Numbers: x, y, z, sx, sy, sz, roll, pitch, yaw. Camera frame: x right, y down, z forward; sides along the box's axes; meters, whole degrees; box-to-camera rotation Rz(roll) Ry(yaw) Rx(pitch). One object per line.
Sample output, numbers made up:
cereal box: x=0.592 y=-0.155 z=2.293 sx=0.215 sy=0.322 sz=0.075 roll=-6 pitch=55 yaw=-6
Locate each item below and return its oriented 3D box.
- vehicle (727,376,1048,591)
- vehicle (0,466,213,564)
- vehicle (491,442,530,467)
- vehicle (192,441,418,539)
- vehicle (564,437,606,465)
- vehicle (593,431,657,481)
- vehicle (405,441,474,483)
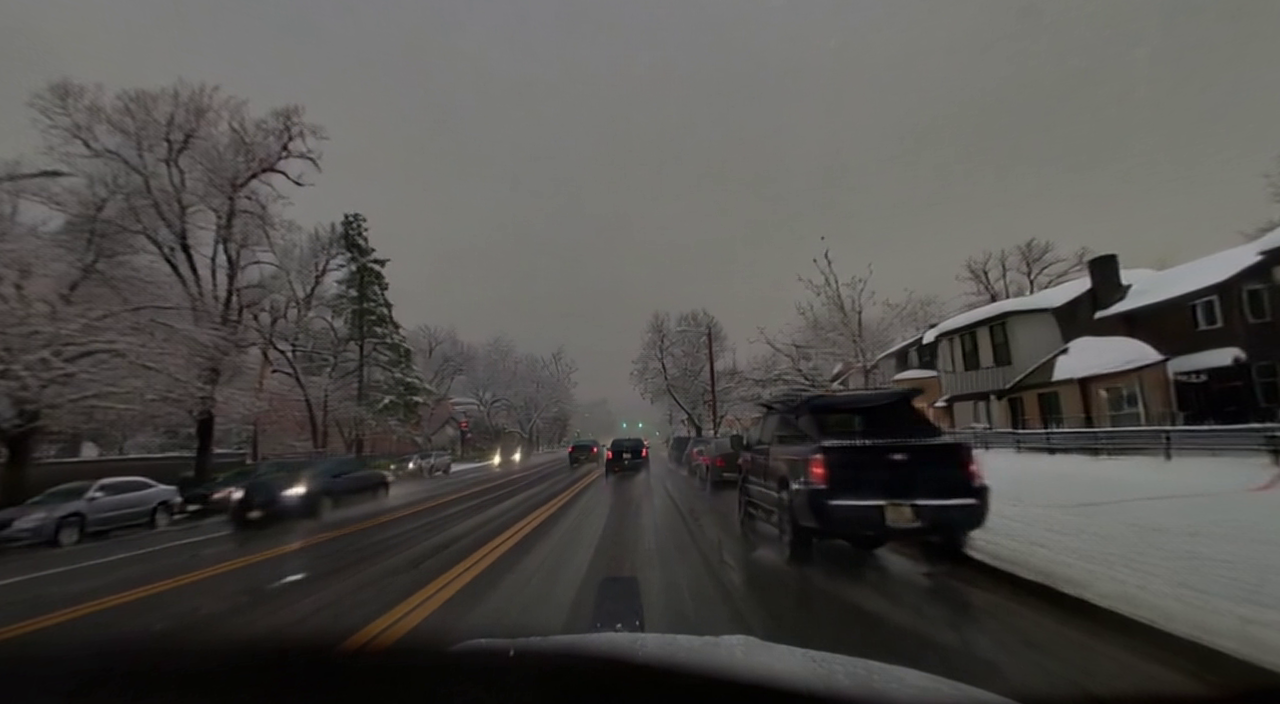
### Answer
vehicle: x=2.504 y=1.477 z=7.929 sx=2.119 sy=1.884 sz=4.567 roll=0 pitch=-8 yaw=0
vehicle: x=-12.088 y=3.446 z=13.945 sx=2.047 sy=1.497 sz=4.949 roll=-4 pitch=-8 yaw=-2
vehicle: x=-9.213 y=7.311 z=45.190 sx=1.918 sy=1.648 sz=4.163 roll=0 pitch=-8 yaw=0
vehicle: x=-6.404 y=2.627 z=12.920 sx=1.998 sy=1.518 sz=4.817 roll=-2 pitch=-8 yaw=0
vehicle: x=-3.099 y=5.667 z=36.412 sx=2.117 sy=1.528 sz=4.277 roll=0 pitch=-8 yaw=-1
vehicle: x=-0.488 y=3.641 z=22.453 sx=2.041 sy=1.575 sz=4.304 roll=0 pitch=-8 yaw=0
vehicle: x=-12.208 y=6.690 z=38.870 sx=2.264 sy=2.010 sz=5.742 roll=-5 pitch=-7 yaw=0
